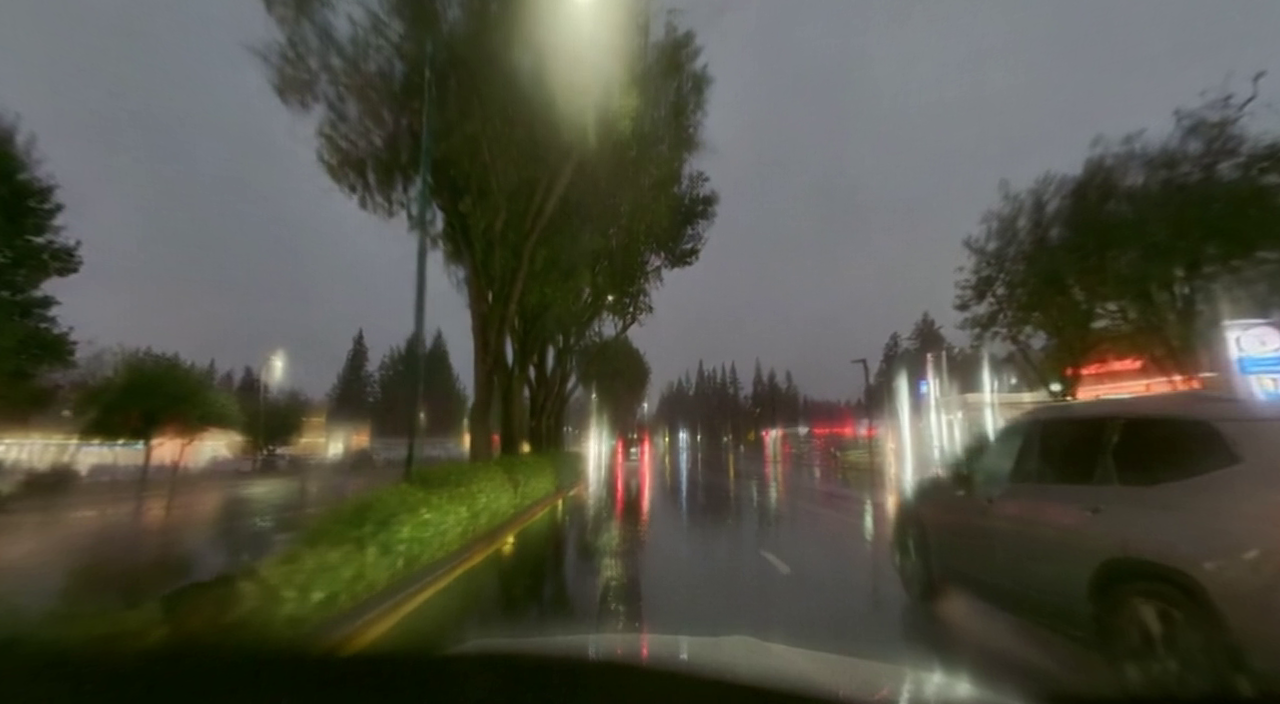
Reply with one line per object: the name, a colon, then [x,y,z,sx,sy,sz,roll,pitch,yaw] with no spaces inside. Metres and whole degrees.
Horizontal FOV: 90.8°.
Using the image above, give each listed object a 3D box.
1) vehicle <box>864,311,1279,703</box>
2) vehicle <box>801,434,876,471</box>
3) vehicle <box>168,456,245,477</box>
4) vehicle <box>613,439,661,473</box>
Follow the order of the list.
vehicle: [3.206,0.937,3.672,2.110,1.698,4.397,0,-8,-1]
vehicle: [10.066,5.128,32.466,2.079,1.716,4.771,0,-8,-2]
vehicle: [-33.230,8.746,48.485,4.741,1.442,1.957,6,-10,-36]
vehicle: [-0.168,4.898,29.971,2.126,1.475,3.967,0,-8,-1]
